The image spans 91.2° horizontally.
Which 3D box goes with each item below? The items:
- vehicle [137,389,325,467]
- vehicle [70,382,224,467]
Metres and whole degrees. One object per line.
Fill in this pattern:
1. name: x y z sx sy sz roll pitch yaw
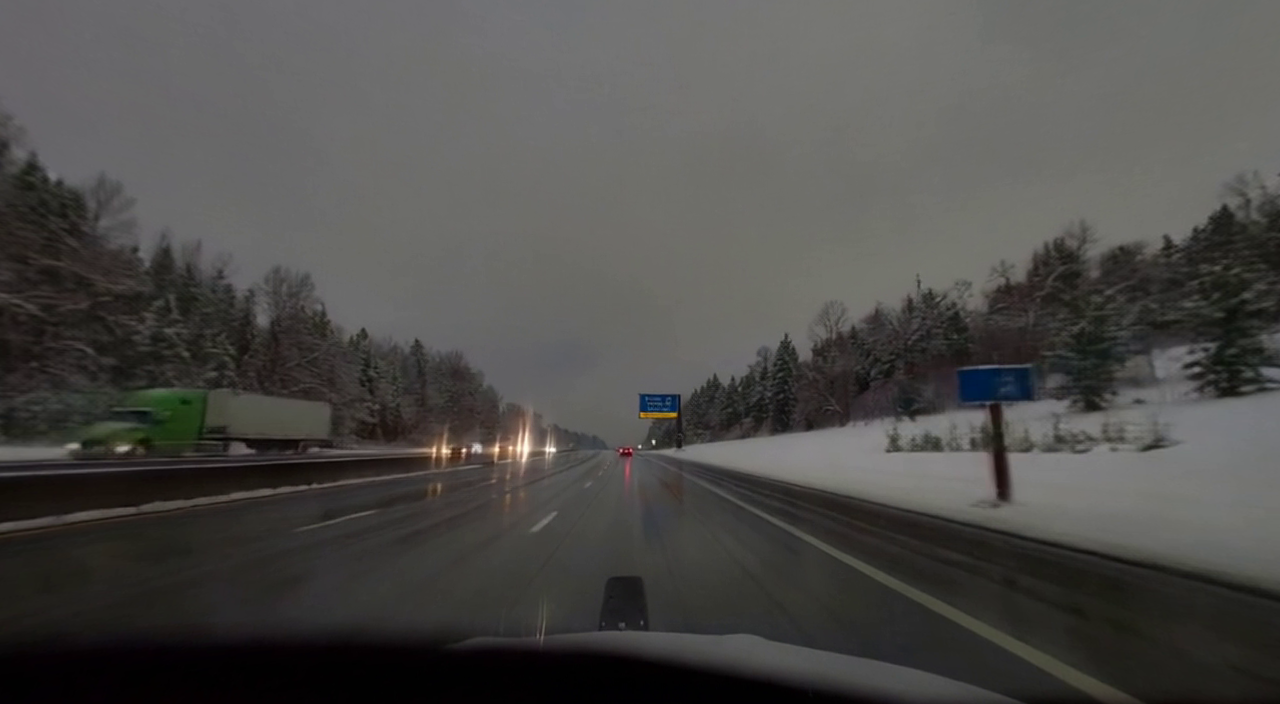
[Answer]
1. vehicle: -25.112 5.058 40.185 2.942 4.072 13.992 0 -9 -1
2. vehicle: -24.901 3.795 32.208 3.036 3.953 5.859 0 -8 -2
